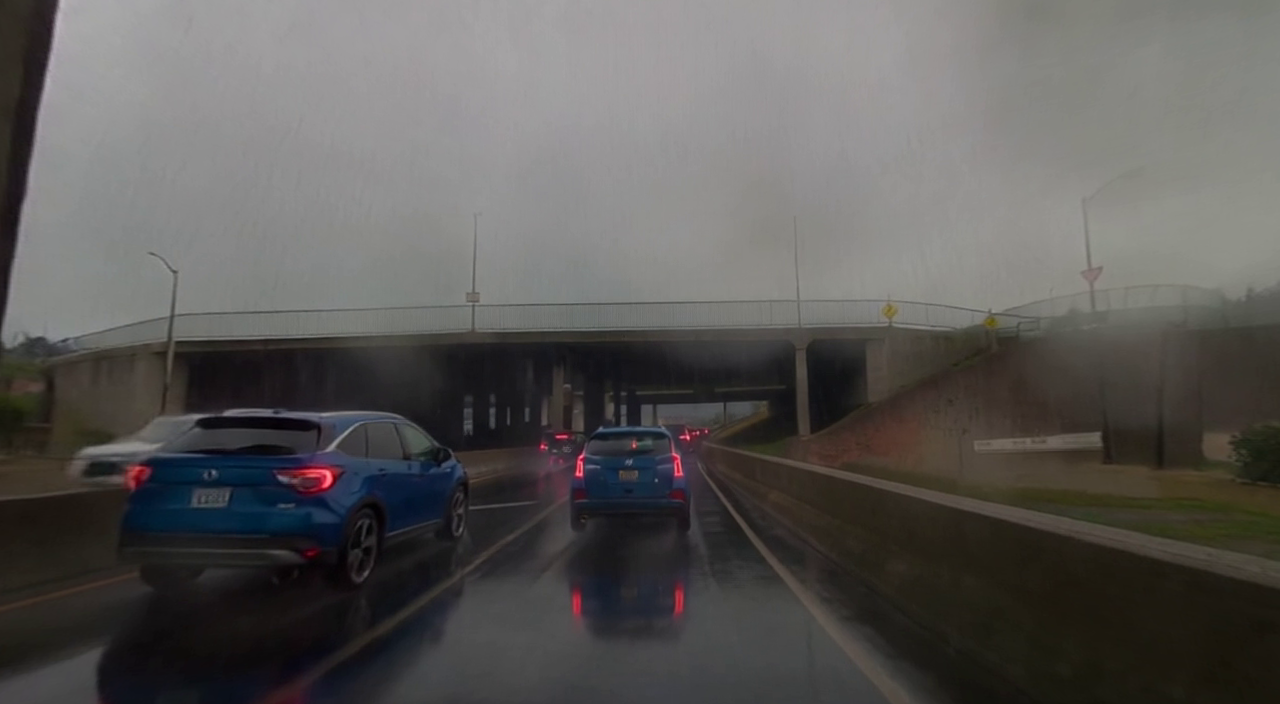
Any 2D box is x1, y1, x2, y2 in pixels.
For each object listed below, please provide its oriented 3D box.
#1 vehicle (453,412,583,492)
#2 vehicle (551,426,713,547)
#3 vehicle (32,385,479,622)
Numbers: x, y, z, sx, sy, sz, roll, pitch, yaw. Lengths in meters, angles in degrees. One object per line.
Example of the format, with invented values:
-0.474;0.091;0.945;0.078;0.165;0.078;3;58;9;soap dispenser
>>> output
-3.245;2.878;18.341;2.329;1.948;5.800;-1;-9;3;vehicle
-0.015;1.977;9.932;2.020;1.478;4.092;0;-9;3;vehicle
-3.480;1.473;7.079;2.017;1.761;4.572;0;-9;2;vehicle
